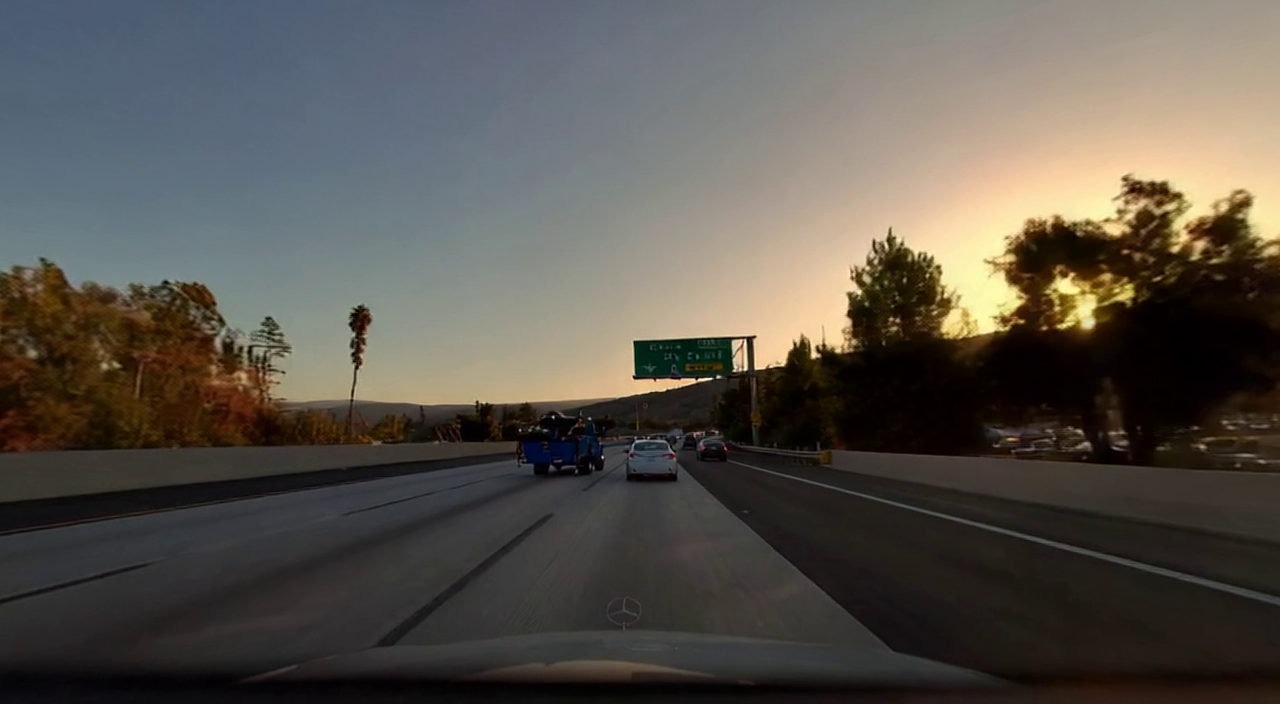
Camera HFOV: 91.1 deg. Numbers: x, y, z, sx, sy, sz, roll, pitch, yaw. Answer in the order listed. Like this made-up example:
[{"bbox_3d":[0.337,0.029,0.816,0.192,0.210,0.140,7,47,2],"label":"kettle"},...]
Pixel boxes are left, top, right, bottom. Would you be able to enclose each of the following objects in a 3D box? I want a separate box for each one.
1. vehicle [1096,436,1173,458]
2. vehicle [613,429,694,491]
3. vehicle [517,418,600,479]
[{"bbox_3d":[38.194,7.335,48.619,1.919,1.563,4.399,2,-8,-11],"label":"vehicle"},{"bbox_3d":[0.381,3.230,19.186,2.165,1.653,4.456,0,-8,0],"label":"vehicle"},{"bbox_3d":[-3.094,3.860,25.268,2.526,2.146,5.594,0,-8,0],"label":"vehicle"}]
